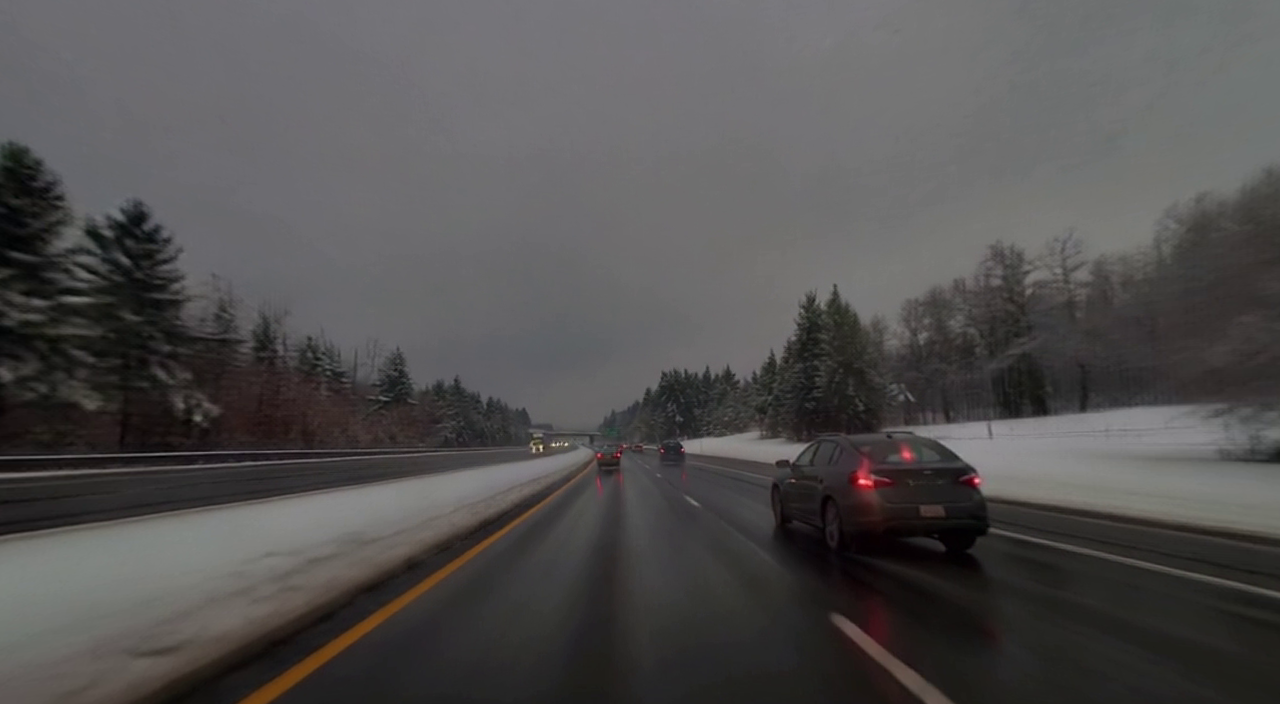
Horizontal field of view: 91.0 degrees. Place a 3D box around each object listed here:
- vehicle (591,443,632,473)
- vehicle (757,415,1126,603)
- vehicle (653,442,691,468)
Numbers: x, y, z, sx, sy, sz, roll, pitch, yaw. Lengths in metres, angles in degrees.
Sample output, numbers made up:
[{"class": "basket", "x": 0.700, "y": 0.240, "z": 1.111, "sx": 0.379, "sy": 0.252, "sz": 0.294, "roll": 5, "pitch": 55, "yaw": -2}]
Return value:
[{"class": "vehicle", "x": -1.652, "y": 5.964, "z": 35.665, "sx": 2.178, "sy": 1.559, "sz": 4.254, "roll": 0, "pitch": -8, "yaw": -3}, {"class": "vehicle", "x": 3.071, "y": 1.718, "z": 7.985, "sx": 2.055, "sy": 1.566, "sz": 5.046, "roll": 0, "pitch": -8, "yaw": -2}, {"class": "vehicle", "x": 2.004, "y": 6.676, "z": 40.942, "sx": 2.146, "sy": 1.546, "sz": 3.796, "roll": 0, "pitch": -8, "yaw": -2}]
